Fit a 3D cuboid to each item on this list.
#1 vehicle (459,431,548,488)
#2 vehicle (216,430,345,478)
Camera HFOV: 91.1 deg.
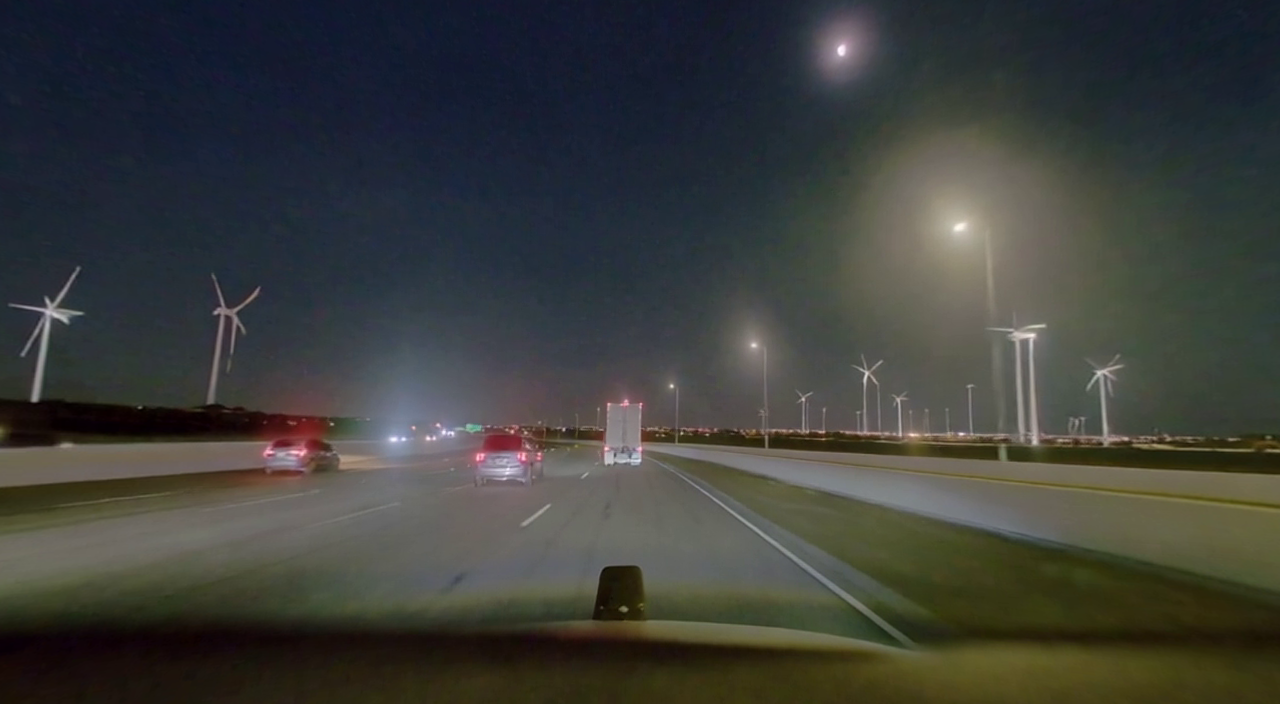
[{"bbox_3d":[-4.352,3.479,20.657,2.109,1.684,3.783,0,-8,-1],"label":"vehicle"},{"bbox_3d":[-15.114,4.312,26.923,2.285,1.835,5.672,0,-8,-1],"label":"vehicle"}]
